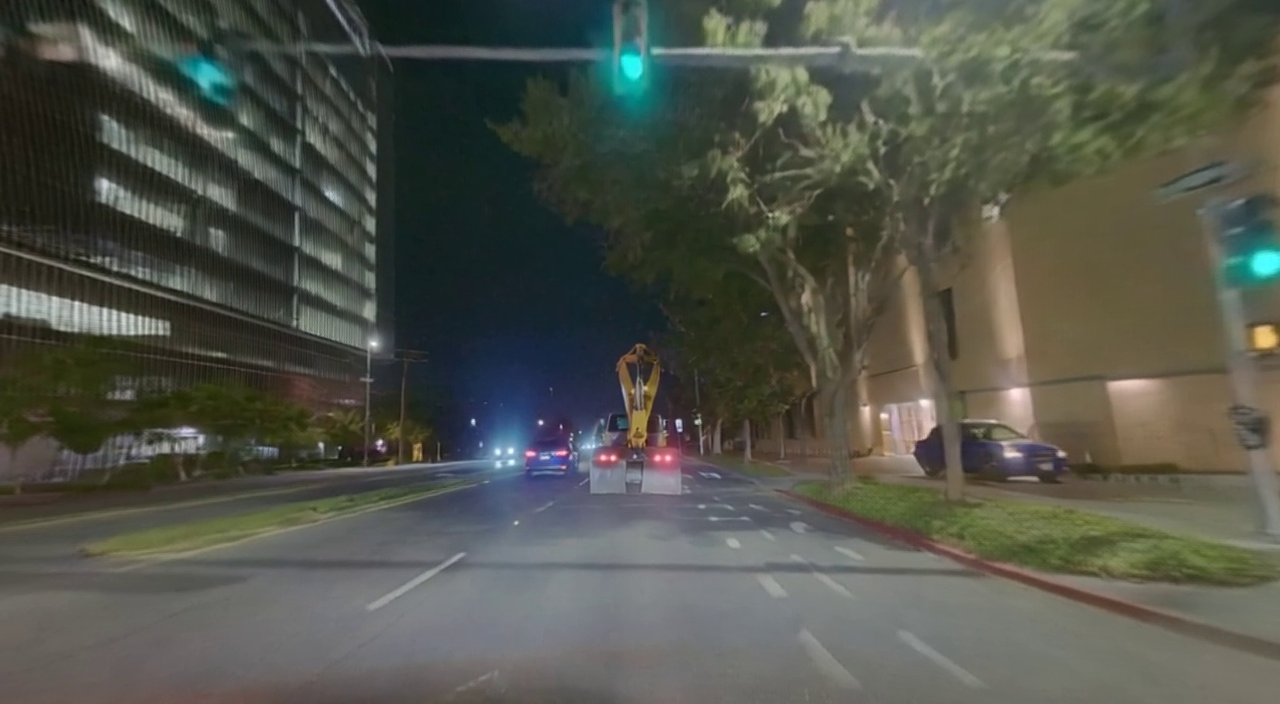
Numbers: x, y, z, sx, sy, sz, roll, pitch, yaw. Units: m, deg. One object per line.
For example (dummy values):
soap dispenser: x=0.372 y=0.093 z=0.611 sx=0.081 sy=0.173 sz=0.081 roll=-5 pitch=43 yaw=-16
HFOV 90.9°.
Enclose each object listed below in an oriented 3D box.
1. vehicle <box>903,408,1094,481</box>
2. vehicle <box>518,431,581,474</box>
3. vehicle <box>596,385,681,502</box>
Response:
vehicle: x=10.066 y=2.661 z=18.299 sx=2.186 sy=1.783 sz=4.716 roll=0 pitch=-8 yaw=-10
vehicle: x=-3.848 y=4.366 z=27.488 sx=2.081 sy=1.688 sz=4.235 roll=0 pitch=-9 yaw=0
vehicle: x=-0.230 y=3.510 z=24.489 sx=2.552 sy=3.461 sz=11.044 roll=0 pitch=-8 yaw=-2
